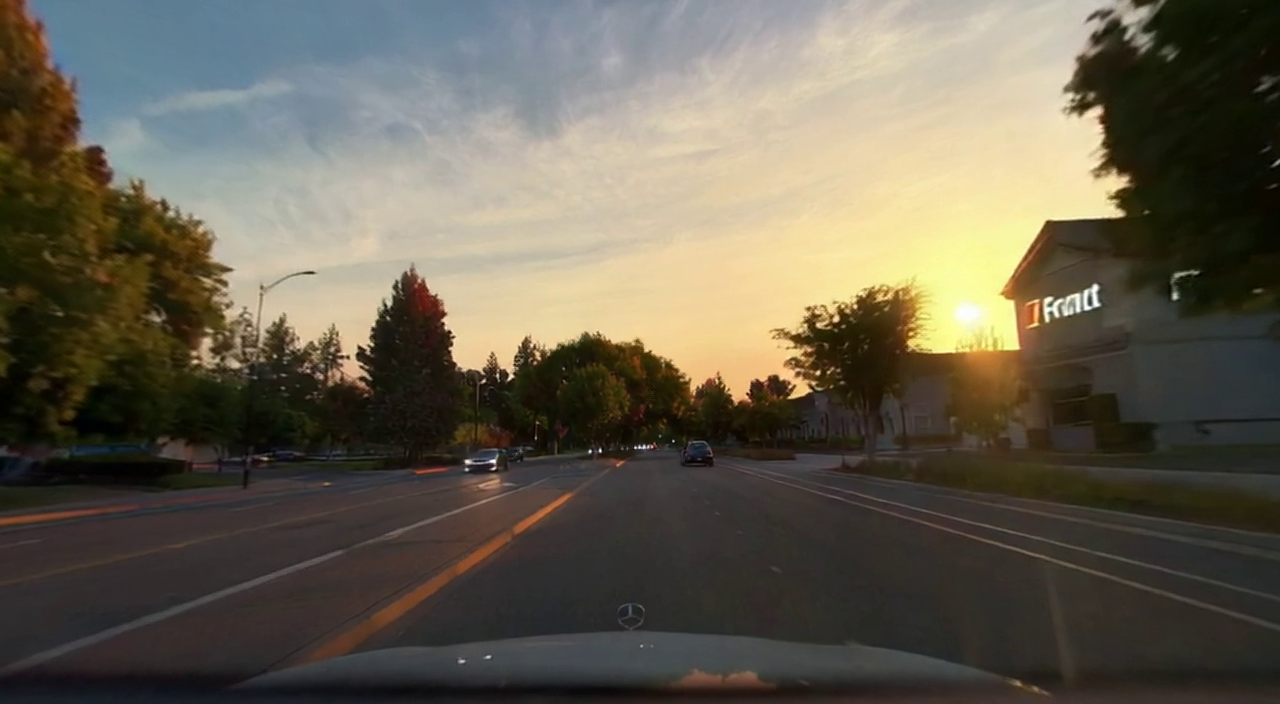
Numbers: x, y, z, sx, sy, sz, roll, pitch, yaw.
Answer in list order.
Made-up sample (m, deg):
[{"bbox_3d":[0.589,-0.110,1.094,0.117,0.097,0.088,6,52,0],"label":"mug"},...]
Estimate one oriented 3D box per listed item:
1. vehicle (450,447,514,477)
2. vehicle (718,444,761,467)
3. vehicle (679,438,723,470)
[{"bbox_3d":[-8.427,5.917,34.133,2.283,1.509,4.272,0,-9,1],"label":"vehicle"},{"bbox_3d":[6.725,7.029,43.051,2.100,1.491,4.563,0,-9,-1],"label":"vehicle"},{"bbox_3d":[3.558,6.090,37.770,2.143,1.759,4.378,0,-9,-1],"label":"vehicle"}]
